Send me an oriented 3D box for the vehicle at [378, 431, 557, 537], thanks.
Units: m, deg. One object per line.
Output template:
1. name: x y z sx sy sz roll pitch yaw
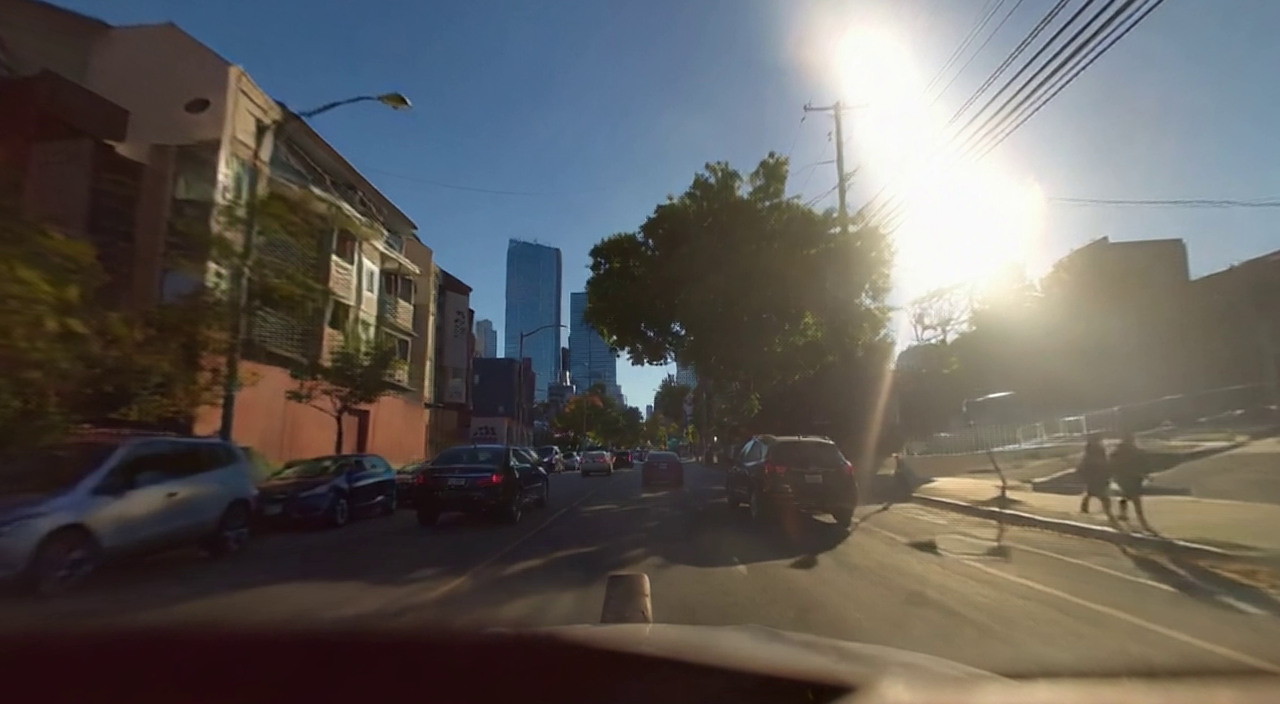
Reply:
1. vehicle: -2.960 2.362 11.866 2.085 1.619 3.976 -1 -9 2

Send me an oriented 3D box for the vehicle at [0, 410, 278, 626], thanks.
1. vehicle: -5.996 1.563 6.600 1.867 1.692 4.188 0 -9 0

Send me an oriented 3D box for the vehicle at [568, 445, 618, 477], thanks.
1. vehicle: -2.299 5.521 32.167 2.019 1.507 4.643 -1 -9 2

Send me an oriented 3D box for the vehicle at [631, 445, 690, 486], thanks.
1. vehicle: 0.761 4.433 24.984 2.139 1.466 4.373 0 -9 1

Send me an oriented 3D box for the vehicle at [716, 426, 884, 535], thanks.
1. vehicle: 2.815 2.377 12.296 2.094 1.709 4.394 0 -9 0
